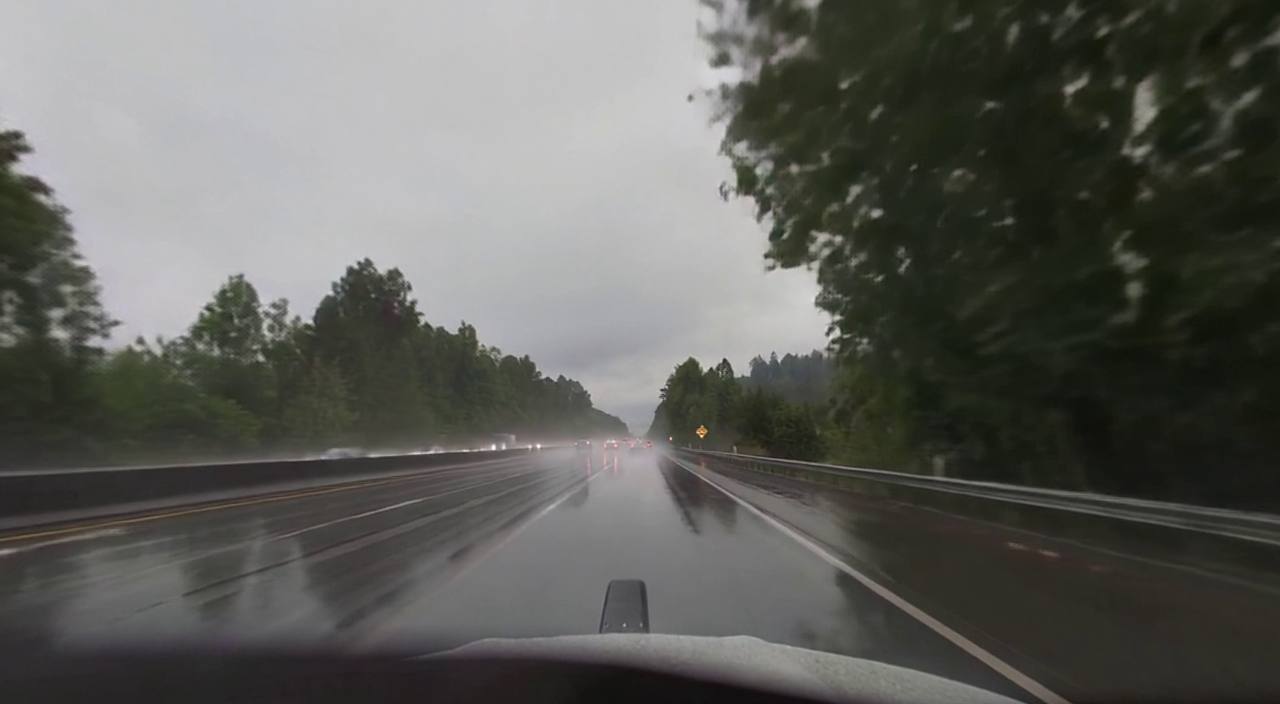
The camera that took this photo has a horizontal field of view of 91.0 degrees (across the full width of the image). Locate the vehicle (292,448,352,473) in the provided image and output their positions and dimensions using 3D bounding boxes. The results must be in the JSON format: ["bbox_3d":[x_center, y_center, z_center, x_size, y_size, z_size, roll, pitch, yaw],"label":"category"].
[{"bbox_3d":[-19.146,6.519,38.086,1.683,1.420,3.650,0,-8,1],"label":"vehicle"}]
